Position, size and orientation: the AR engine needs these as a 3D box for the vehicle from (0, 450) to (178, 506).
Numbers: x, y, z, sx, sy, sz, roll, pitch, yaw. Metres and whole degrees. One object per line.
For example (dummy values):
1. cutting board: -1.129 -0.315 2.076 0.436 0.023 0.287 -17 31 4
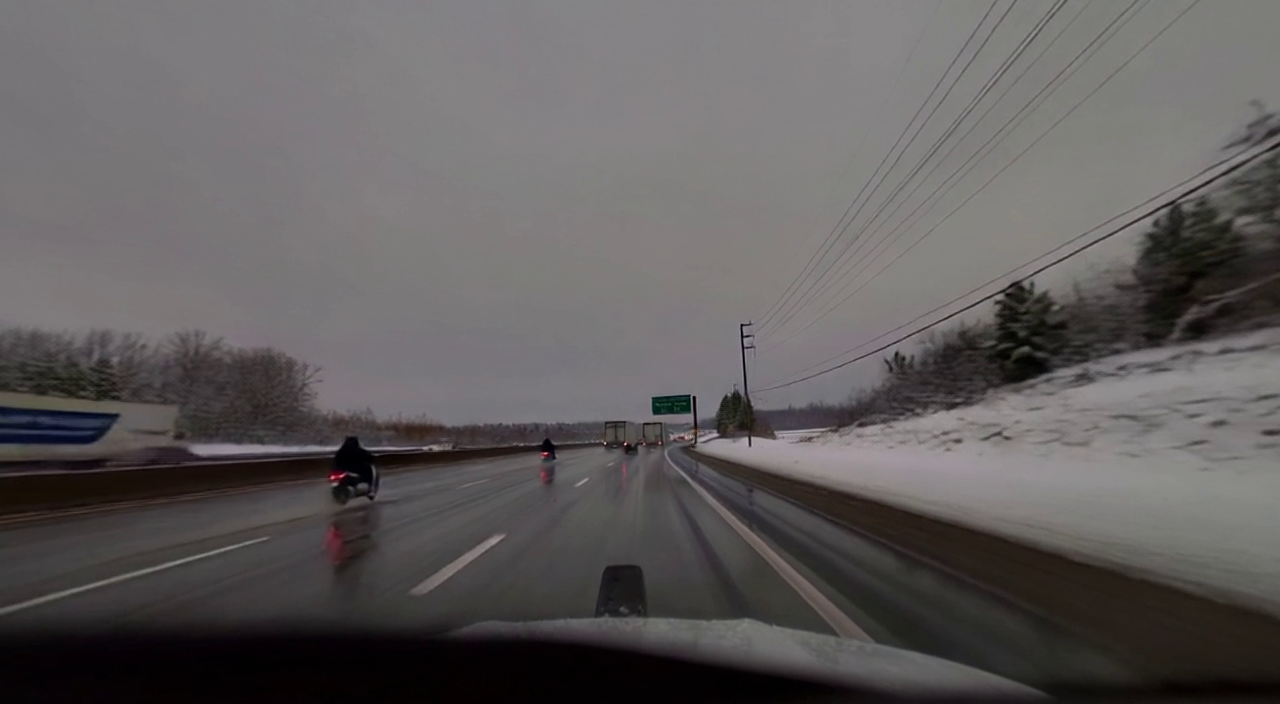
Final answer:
1. vehicle: -16.874 3.769 19.405 1.897 1.459 4.402 0 -8 1

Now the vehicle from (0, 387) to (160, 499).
1. vehicle: -24.582 3.530 24.424 2.961 4.007 11.214 0 -8 1
